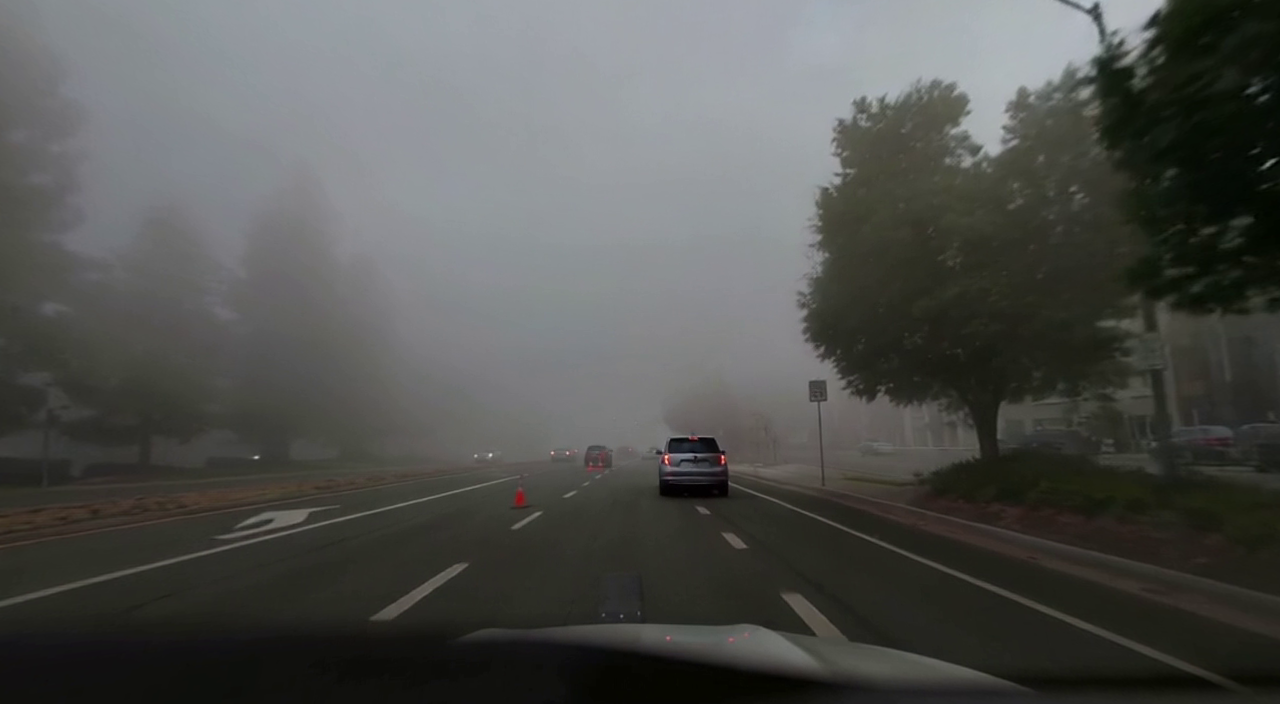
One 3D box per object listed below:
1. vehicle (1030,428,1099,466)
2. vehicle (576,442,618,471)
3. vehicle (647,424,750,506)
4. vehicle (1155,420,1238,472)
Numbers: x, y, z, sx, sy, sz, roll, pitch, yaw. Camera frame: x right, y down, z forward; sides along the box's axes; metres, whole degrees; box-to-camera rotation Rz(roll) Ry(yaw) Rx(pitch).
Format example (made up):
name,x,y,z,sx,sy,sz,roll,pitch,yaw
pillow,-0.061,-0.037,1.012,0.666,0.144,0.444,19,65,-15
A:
name,x,y,z,sx,sy,sz,roll,pitch,yaw
vehicle,20.209,4.510,29.990,1.926,1.680,4.410,-8,-11,42
vehicle,-2.519,6.236,37.919,2.121,1.654,3.993,0,-8,1
vehicle,1.350,2.884,16.560,2.197,1.835,4.316,0,-8,-1
vehicle,20.396,3.434,23.086,1.960,1.678,4.435,-8,-11,43
